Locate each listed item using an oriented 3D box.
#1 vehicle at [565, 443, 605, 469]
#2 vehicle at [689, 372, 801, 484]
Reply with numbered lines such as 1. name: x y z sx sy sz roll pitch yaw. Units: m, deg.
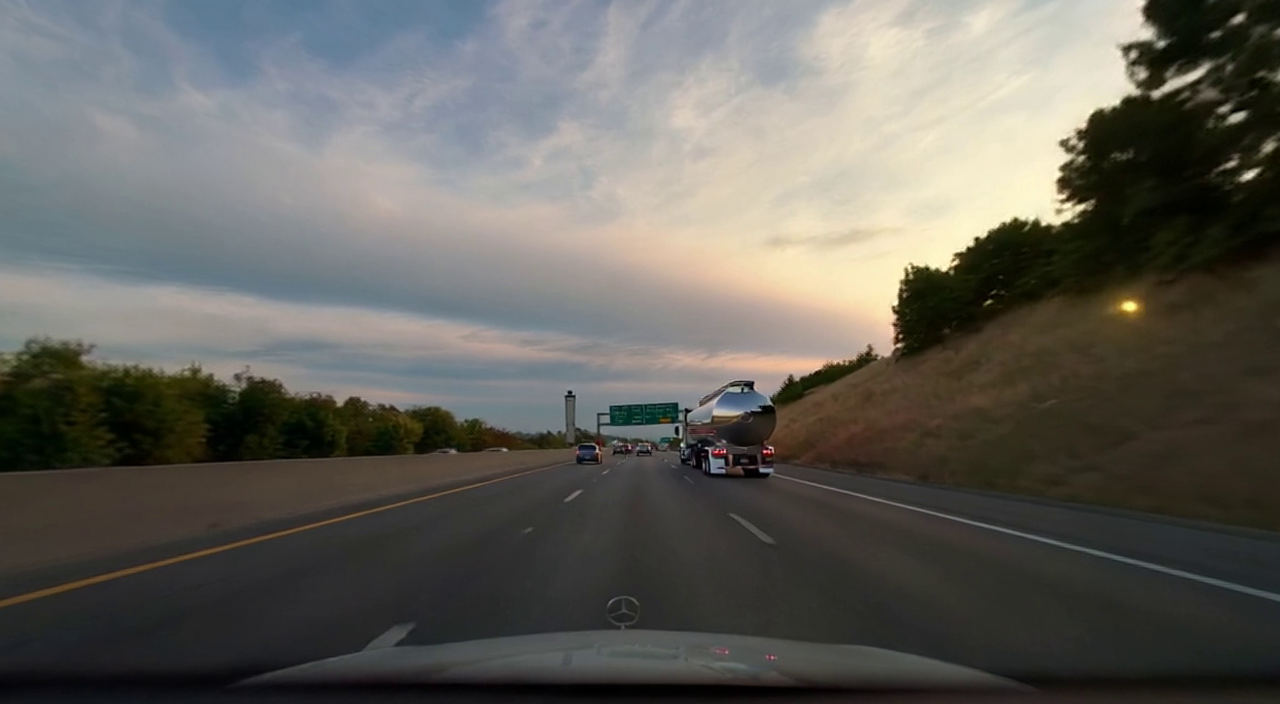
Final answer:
1. vehicle: -3.306 6.308 38.508 1.986 1.458 4.506 0 -9 1
2. vehicle: 3.881 3.239 25.904 2.759 3.734 9.708 0 -9 -1
